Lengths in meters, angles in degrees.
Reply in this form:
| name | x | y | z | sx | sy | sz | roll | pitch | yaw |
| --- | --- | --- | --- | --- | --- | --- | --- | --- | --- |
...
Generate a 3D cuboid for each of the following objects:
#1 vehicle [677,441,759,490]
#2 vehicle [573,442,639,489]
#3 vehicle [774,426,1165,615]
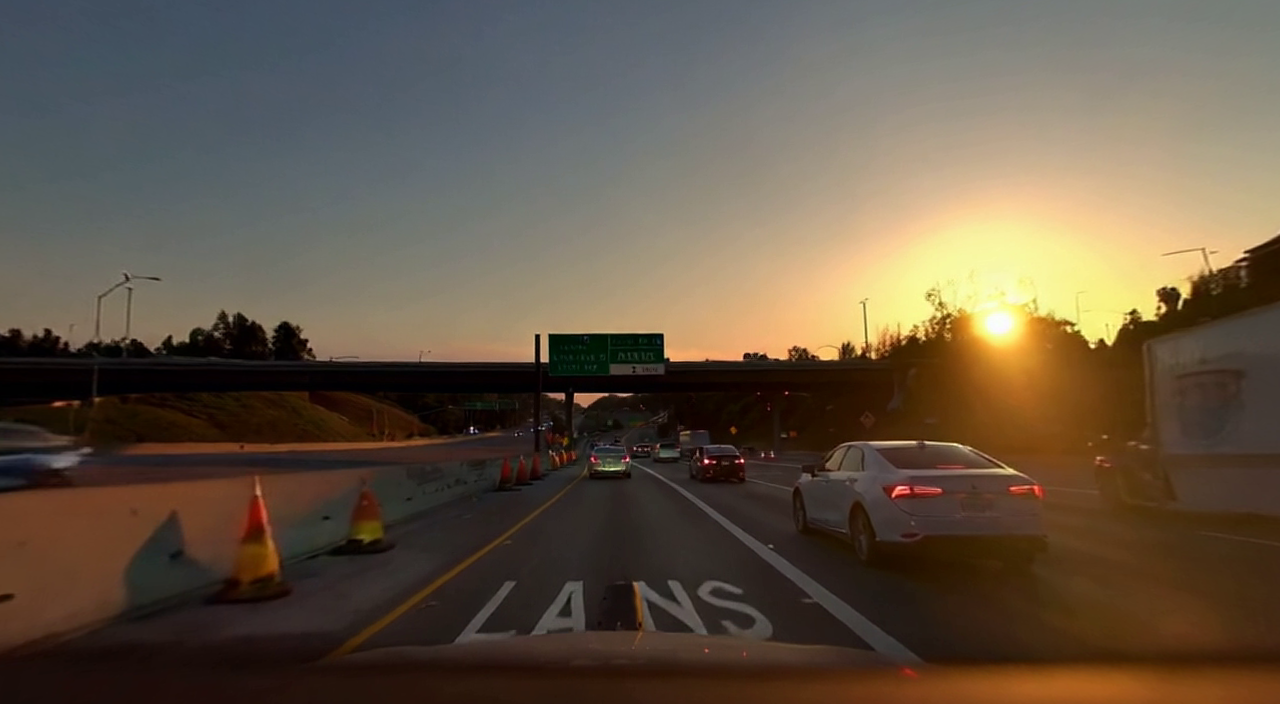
| name | x | y | z | sx | sy | sz | roll | pitch | yaw |
| --- | --- | --- | --- | --- | --- | --- | --- | --- | --- |
| vehicle | 2.545 | 3.842 | 21.739 | 2.042 | 1.460 | 4.451 | 0 | -9 | -3 |
| vehicle | -1.123 | 3.885 | 21.915 | 2.069 | 1.470 | 4.004 | 0 | -9 | -2 |
| vehicle | 3.061 | 1.652 | 7.165 | 1.996 | 1.455 | 4.281 | 0 | -9 | -2 |
